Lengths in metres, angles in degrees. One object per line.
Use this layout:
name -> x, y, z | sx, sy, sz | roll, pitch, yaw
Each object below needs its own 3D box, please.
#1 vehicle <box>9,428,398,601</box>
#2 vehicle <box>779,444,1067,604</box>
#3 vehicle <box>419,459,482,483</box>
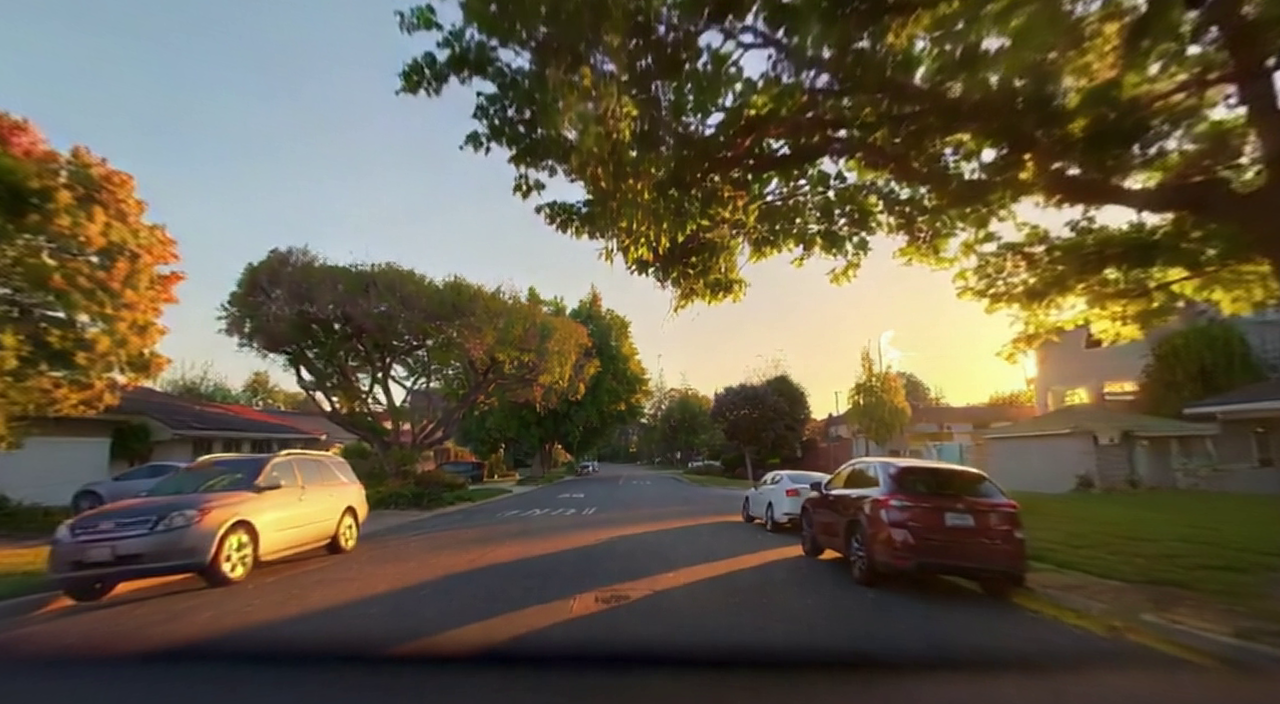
vehicle -> -6.148, 2.443, 10.245 | 2.322, 1.949, 5.695 | 0, -11, -2
vehicle -> 3.643, 2.350, 9.345 | 2.033, 1.730, 4.554 | 1, -11, -1
vehicle -> -13.780, 8.735, 46.138 | 3.921, 1.629, 1.832 | 0, -12, 2
